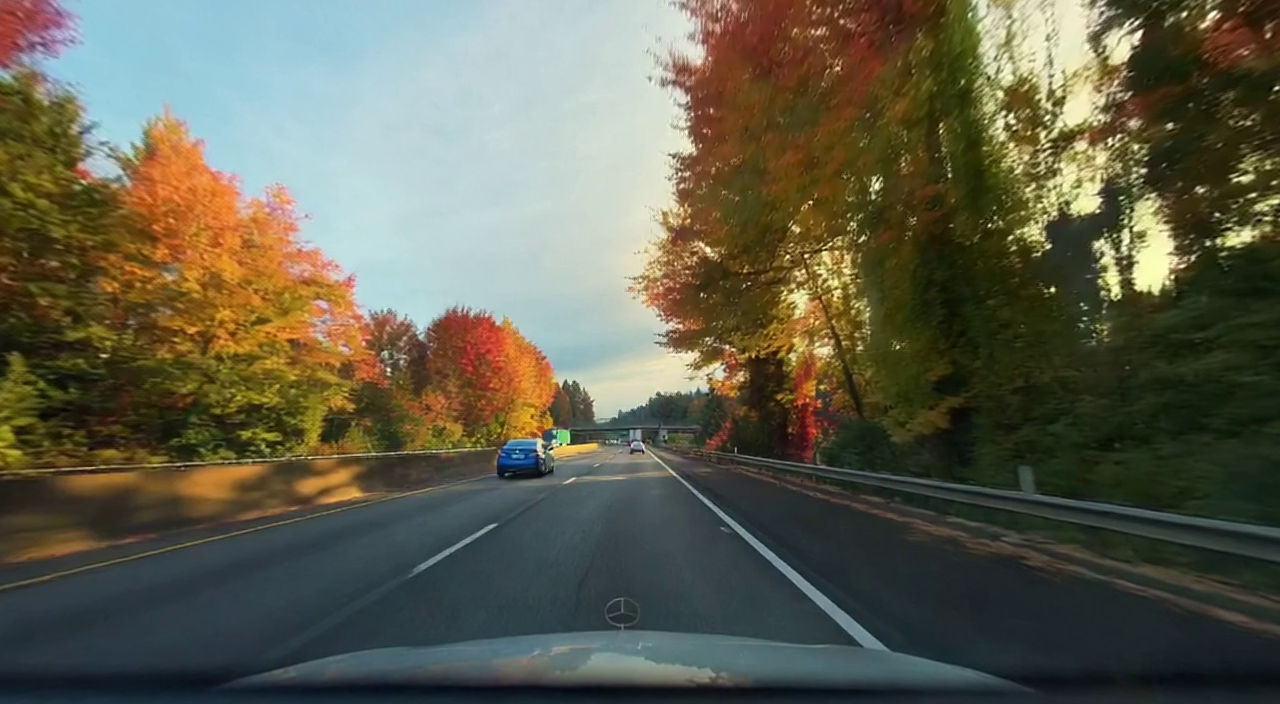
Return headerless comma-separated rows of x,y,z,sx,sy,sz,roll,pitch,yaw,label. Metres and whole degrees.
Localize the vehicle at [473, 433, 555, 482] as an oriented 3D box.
-4.332,3.712,22.376,2.002,1.553,4.247,0,-8,1,vehicle
